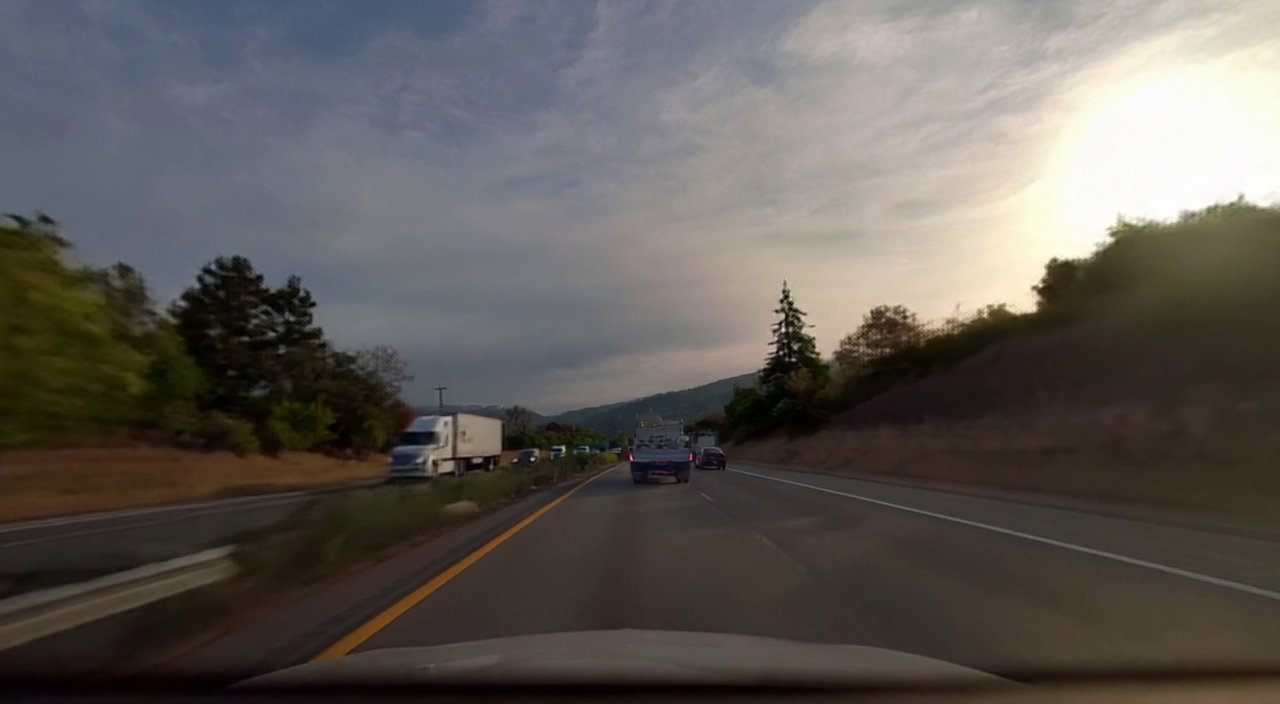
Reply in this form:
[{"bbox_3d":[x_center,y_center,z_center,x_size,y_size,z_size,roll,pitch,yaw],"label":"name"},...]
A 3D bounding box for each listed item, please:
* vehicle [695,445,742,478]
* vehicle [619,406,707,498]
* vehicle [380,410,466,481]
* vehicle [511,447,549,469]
[{"bbox_3d":[3.696,5.214,30.240,1.654,1.441,4.066,0,-9,-1],"label":"vehicle"},{"bbox_3d":[0.547,3.155,20.073,2.423,2.517,5.055,0,-9,-2],"label":"vehicle"},{"bbox_3d":[-13.016,5.697,38.410,3.018,3.955,5.802,0,-9,1],"label":"vehicle"},{"bbox_3d":[-8.563,8.294,49.504,2.051,1.586,4.739,-1,-9,2],"label":"vehicle"}]
